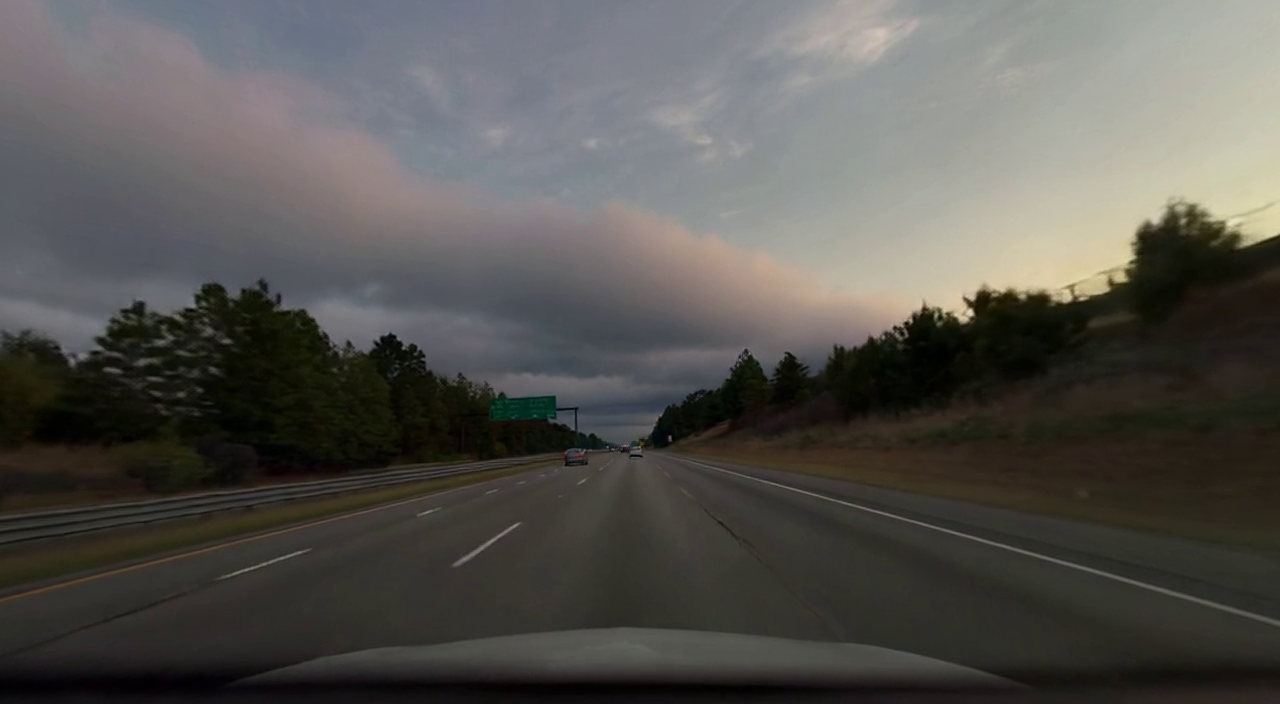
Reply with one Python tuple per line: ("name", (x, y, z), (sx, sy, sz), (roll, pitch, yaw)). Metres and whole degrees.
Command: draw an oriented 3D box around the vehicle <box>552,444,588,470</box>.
("vehicle", (-4.556, 6.938, 41.532), (1.958, 1.587, 4.801), (0, -9, -2))
